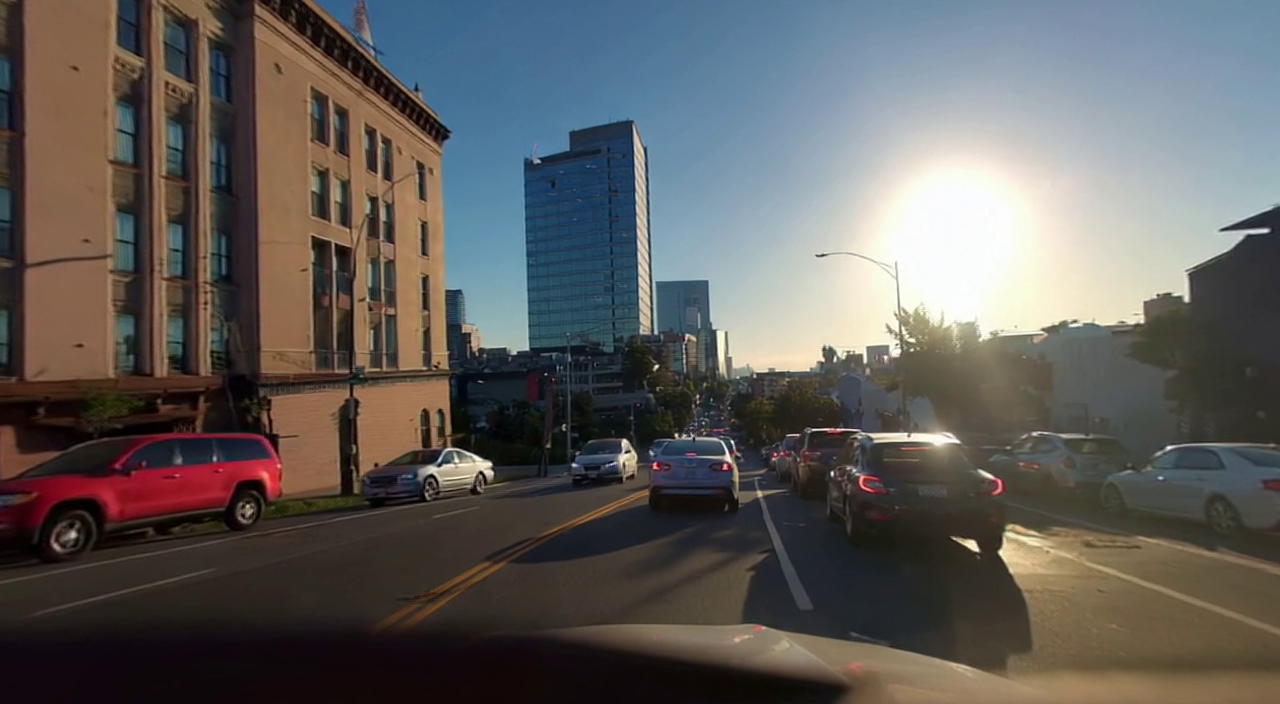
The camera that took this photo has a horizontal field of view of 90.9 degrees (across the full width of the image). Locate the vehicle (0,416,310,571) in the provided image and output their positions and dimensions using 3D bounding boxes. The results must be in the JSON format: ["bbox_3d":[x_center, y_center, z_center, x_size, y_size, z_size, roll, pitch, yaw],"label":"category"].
[{"bbox_3d":[-7.671,2.096,9.895,1.934,1.770,4.546,-9,-9,10],"label":"vehicle"}]

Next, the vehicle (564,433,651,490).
[{"bbox_3d":[-0.996,3.731,21.807,2.030,1.730,4.453,-2,-9,10],"label":"vehicle"}]

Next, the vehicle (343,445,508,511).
[{"bbox_3d":[-5.483,3.242,16.843,1.928,1.503,4.322,-3,-9,17],"label":"vehicle"}]

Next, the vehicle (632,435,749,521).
[{"bbox_3d":[1.168,2.469,12.905,2.031,1.461,3.763,-1,-8,9],"label":"vehicle"}]

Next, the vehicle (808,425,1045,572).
[{"bbox_3d":[3.585,1.855,8.826,1.982,1.510,4.144,-2,-8,10],"label":"vehicle"}]

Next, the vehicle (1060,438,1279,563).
[{"bbox_3d":[8.828,2.123,9.880,1.901,1.500,4.729,-1,-8,10],"label":"vehicle"}]
